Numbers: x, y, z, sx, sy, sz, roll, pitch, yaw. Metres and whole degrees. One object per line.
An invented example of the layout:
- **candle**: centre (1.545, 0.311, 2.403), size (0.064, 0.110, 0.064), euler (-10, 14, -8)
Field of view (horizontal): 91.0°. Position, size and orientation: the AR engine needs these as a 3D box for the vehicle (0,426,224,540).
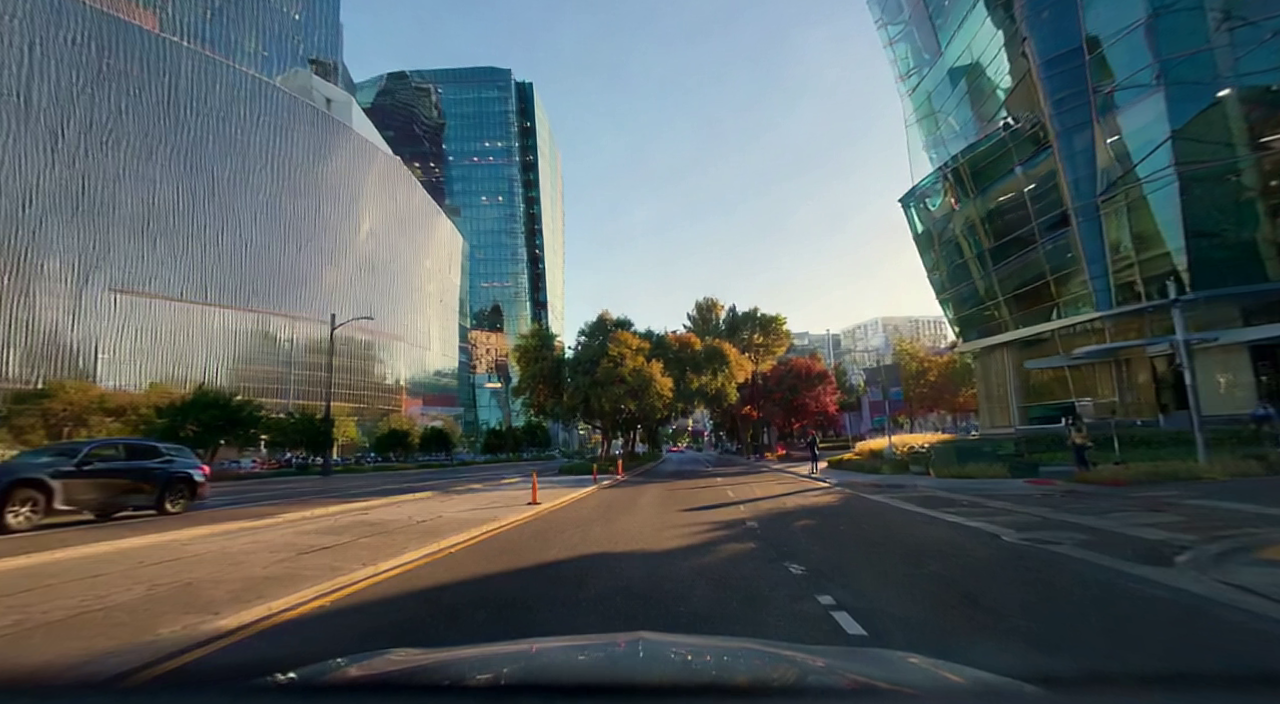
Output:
- **vehicle**: centre (-12.115, 2.643, 13.387), size (2.297, 1.960, 5.687), euler (-1, -9, 5)
